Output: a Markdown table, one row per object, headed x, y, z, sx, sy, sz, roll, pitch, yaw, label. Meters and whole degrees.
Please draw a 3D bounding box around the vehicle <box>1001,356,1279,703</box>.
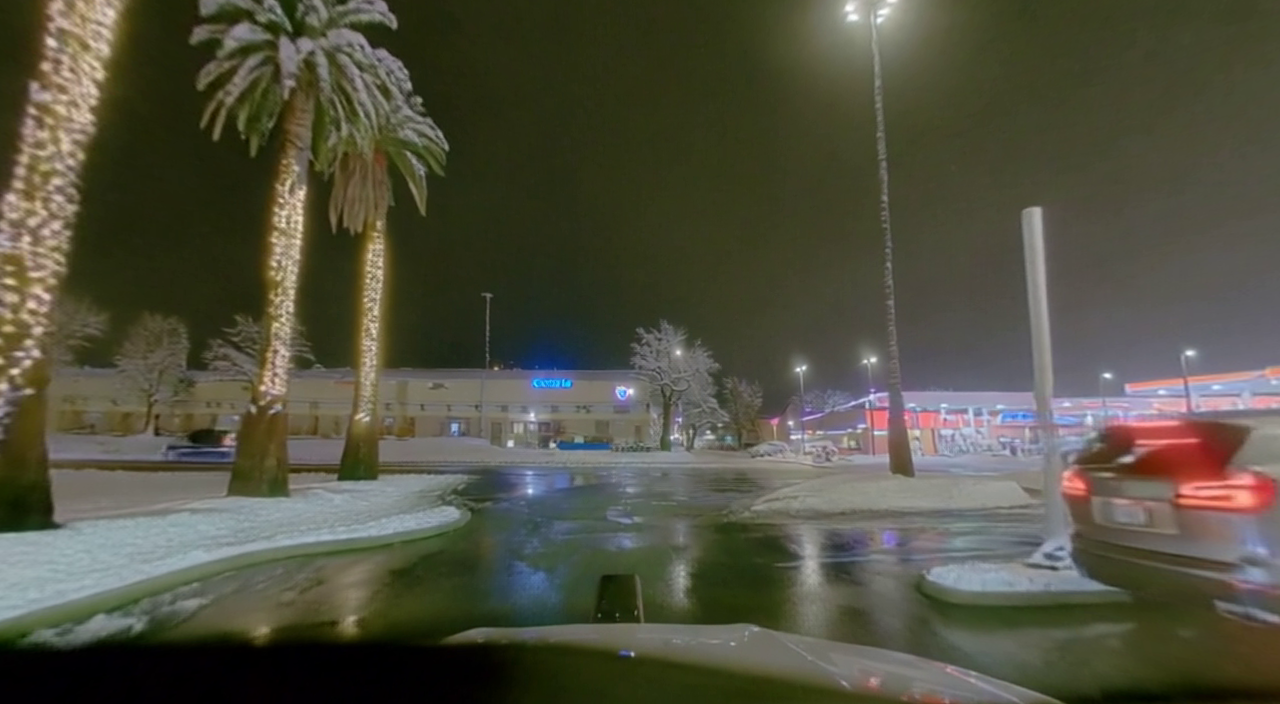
| x | y | z | sx | sy | sz | roll | pitch | yaw | label |
| --- | --- | --- | --- | --- | --- | --- | --- | --- | --- |
| 5.421 | 1.105 | 4.350 | 4.560 | 1.818 | 2.148 | 1 | -8 | -4 | vehicle |
